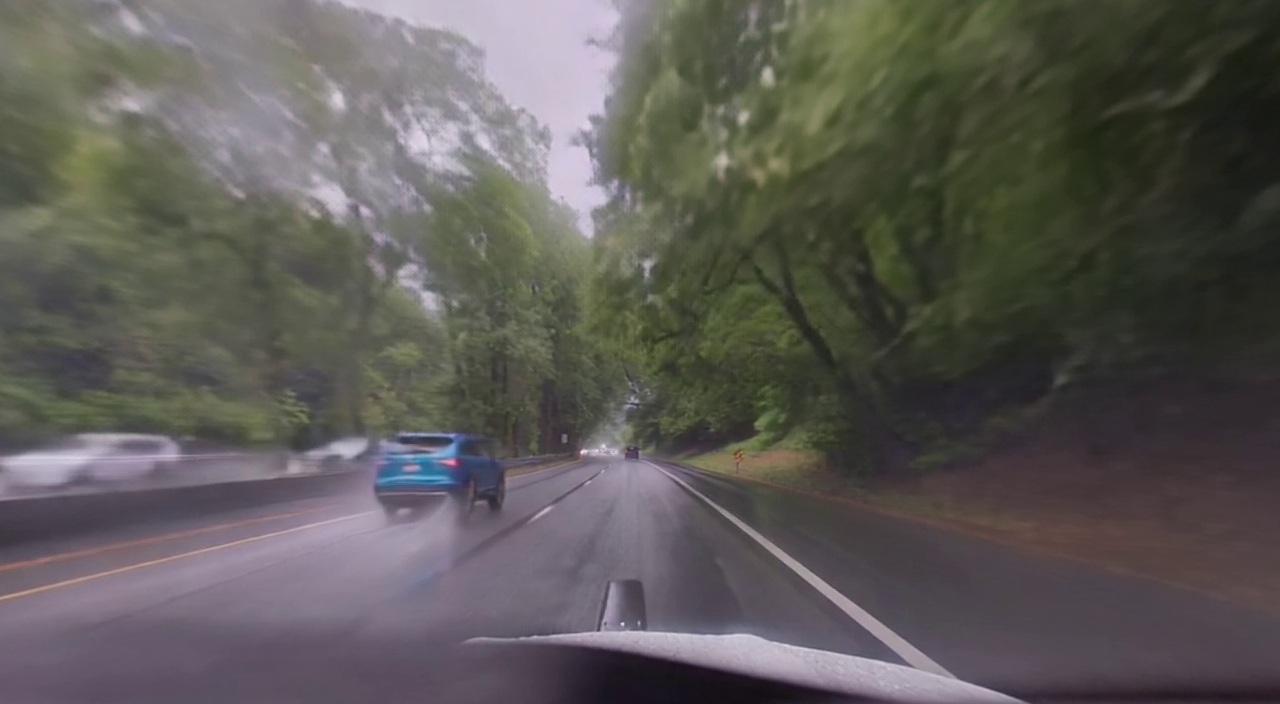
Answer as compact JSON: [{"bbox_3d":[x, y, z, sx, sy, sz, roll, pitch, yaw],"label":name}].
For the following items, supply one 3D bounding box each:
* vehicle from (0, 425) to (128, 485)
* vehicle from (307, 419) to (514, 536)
[{"bbox_3d":[-16.898,2.823,17.300,1.825,1.477,4.578,0,-9,0],"label":"vehicle"},{"bbox_3d":[-3.952,2.267,11.903,2.135,1.755,4.476,0,-9,1],"label":"vehicle"}]
